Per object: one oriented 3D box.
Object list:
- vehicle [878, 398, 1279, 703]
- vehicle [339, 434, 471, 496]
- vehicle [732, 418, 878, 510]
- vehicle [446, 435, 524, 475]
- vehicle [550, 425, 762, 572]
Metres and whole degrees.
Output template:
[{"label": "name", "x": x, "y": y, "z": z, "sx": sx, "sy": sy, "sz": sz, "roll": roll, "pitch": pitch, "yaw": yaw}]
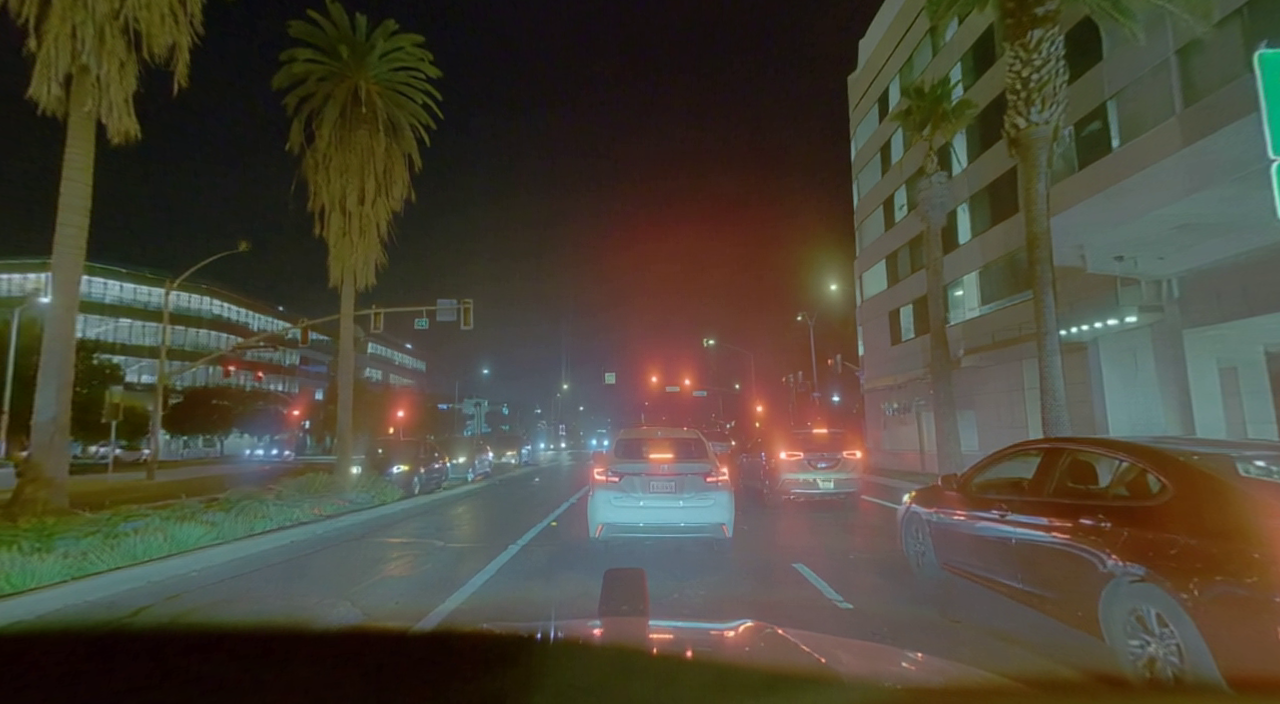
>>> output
[{"label": "vehicle", "x": 3.541, "y": 1.227, "z": 4.492, "sx": 1.910, "sy": 1.490, "sz": 4.661, "roll": 0, "pitch": -8, "yaw": 1}, {"label": "vehicle", "x": -6.266, "y": 3.049, "z": 17.396, "sx": 1.900, "sy": 1.487, "sz": 4.165, "roll": 0, "pitch": -8, "yaw": 2}, {"label": "vehicle", "x": 3.487, "y": 2.472, "z": 14.316, "sx": 2.169, "sy": 1.751, "sz": 4.276, "roll": 0, "pitch": -8, "yaw": 0}, {"label": "vehicle", "x": -6.060, "y": 4.094, "z": 25.217, "sx": 1.822, "sy": 1.456, "sz": 4.396, "roll": 0, "pitch": -8, "yaw": 2}, {"label": "vehicle", "x": 0.175, "y": 1.787, "z": 8.463, "sx": 2.140, "sy": 1.474, "sz": 4.026, "roll": 0, "pitch": -8, "yaw": 0}]
